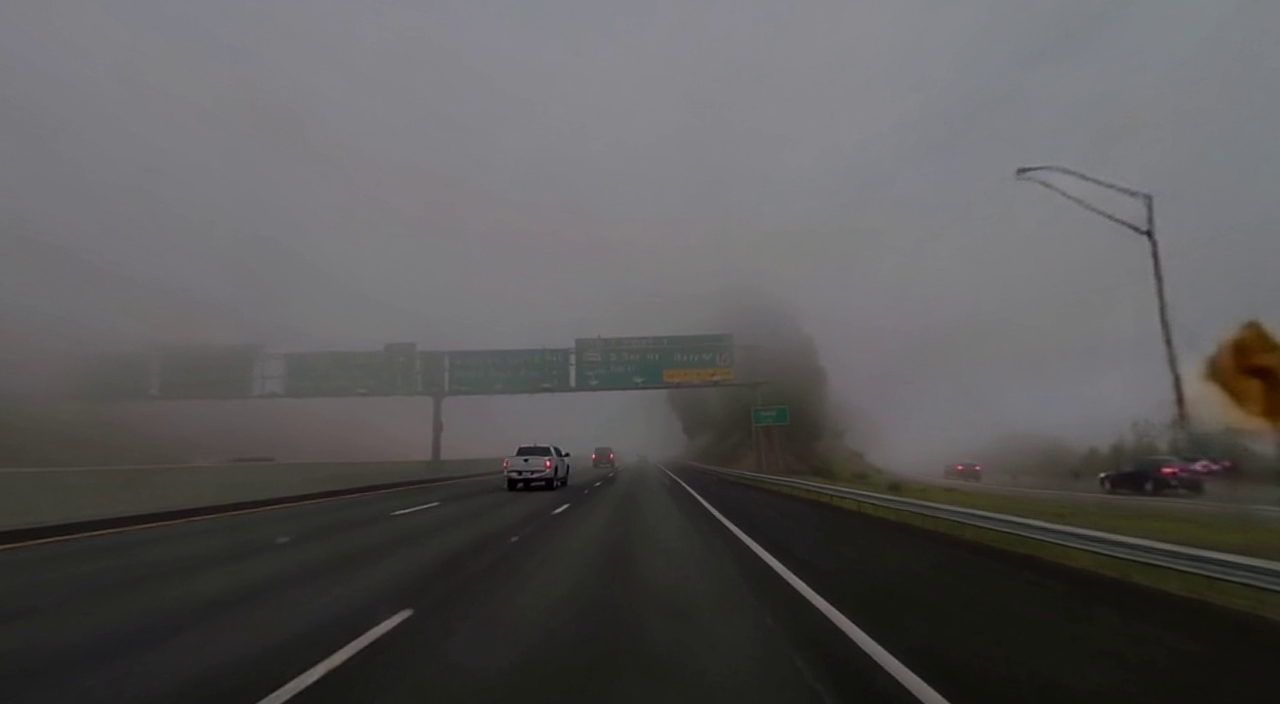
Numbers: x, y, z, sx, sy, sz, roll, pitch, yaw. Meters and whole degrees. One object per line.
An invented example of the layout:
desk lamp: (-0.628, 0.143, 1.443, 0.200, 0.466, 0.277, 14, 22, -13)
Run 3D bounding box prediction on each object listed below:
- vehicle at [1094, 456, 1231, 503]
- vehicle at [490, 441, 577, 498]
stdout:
vehicle: (22.758, 5.518, 27.780, 2.033, 1.794, 5.116, -1, -9, 6)
vehicle: (-3.606, 4.089, 22.320, 2.162, 1.747, 4.791, 0, -9, 1)
